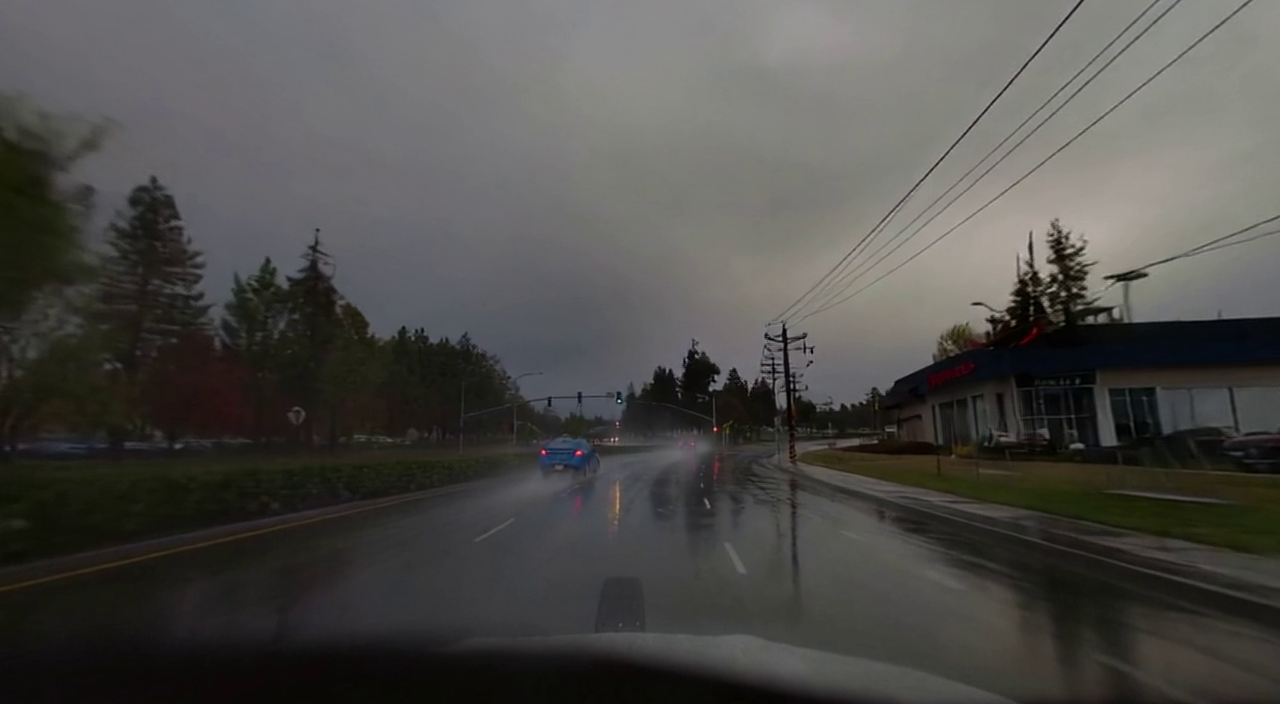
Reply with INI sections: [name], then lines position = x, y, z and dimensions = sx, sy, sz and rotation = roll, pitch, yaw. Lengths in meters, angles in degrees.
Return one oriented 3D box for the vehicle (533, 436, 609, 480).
[vehicle]
position = -2.490, 3.985, 24.009
dimensions = 1.928, 1.488, 4.635
rotation = -1, -8, 6
